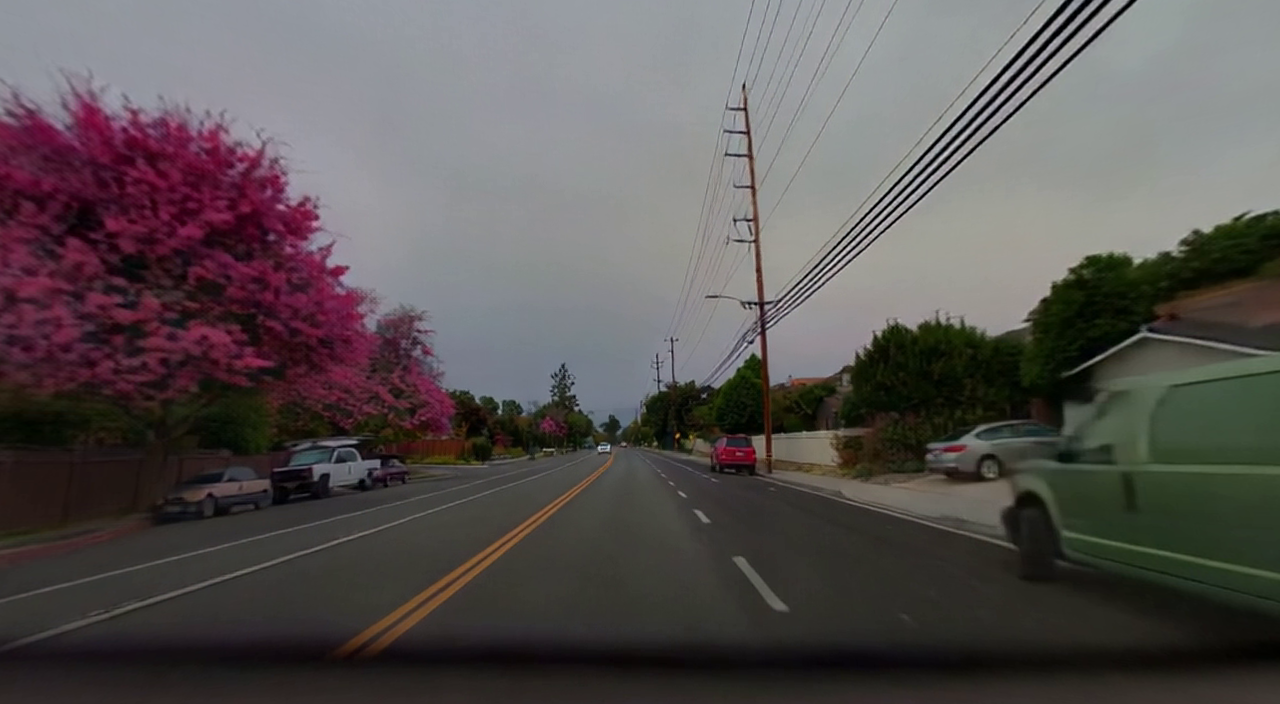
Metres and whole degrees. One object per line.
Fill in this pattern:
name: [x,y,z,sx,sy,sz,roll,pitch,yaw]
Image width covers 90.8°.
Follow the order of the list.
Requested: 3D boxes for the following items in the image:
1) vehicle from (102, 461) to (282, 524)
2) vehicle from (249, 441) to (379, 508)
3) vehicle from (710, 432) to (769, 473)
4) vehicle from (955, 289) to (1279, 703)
vehicle: [-13.320,4.163,19.256,2.041,1.573,4.575,0,-9,1]
vehicle: [-13.130,4.900,26.050,2.331,2.265,5.888,-2,-7,-1]
vehicle: [5.197,5.329,33.763,2.238,1.995,5.491,0,-9,0]
vehicle: [4.666,0.811,3.372,2.578,2.248,7.011,-1,-9,2]
